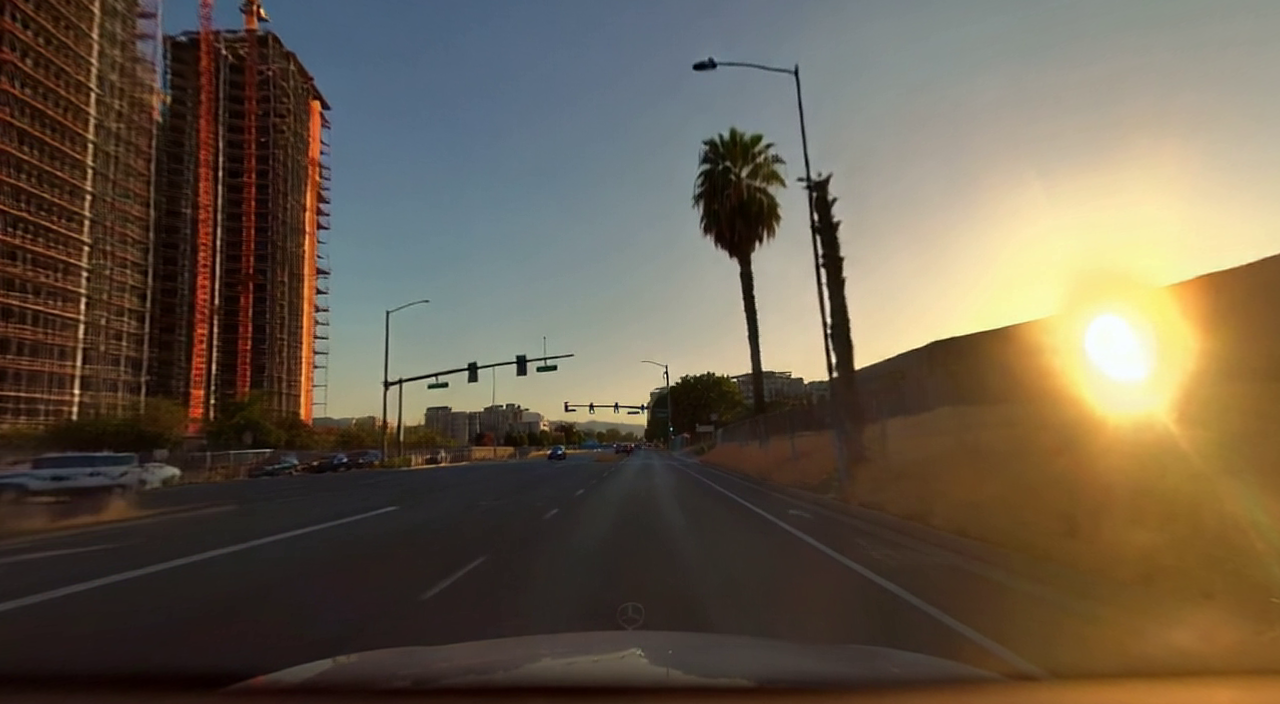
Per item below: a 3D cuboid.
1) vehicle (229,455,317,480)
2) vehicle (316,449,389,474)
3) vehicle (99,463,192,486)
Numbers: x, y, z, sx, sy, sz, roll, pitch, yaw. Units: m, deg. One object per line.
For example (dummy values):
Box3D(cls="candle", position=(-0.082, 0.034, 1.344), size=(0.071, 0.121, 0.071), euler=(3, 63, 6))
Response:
Box3D(cls="vehicle", position=(-24.478, 7.657, 42.147), size=(1.790, 1.484, 4.651), euler=(-7, -11, 39))
Box3D(cls="vehicle", position=(-21.110, 8.049, 46.486), size=(2.050, 1.686, 4.593), euler=(-4, -9, 25))
Box3D(cls="vehicle", position=(-30.198, 7.499, 38.625), size=(4.101, 1.243, 1.698), euler=(3, -9, -23))
